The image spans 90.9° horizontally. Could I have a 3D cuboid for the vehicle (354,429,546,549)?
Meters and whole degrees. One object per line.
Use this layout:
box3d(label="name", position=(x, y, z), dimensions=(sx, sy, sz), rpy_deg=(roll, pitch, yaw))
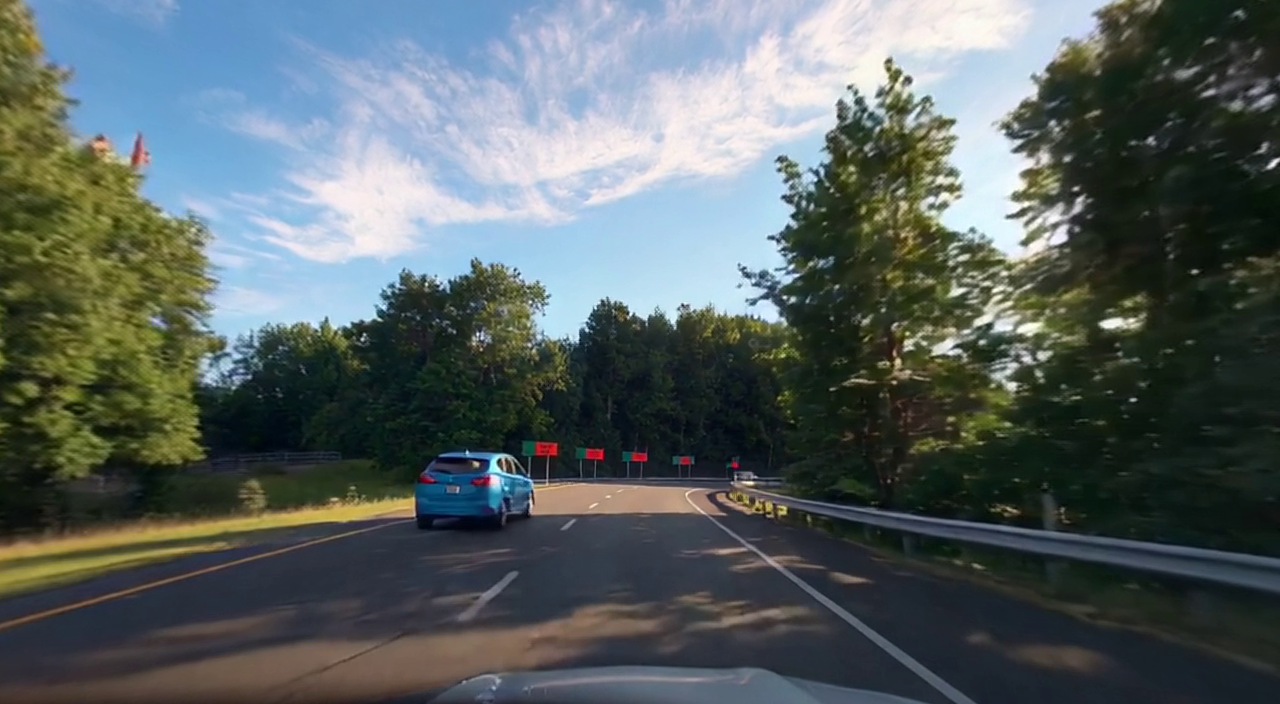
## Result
box3d(label="vehicle", position=(-3.110, 2.401, 11.476), dimensions=(1.997, 1.692, 4.422), rpy_deg=(1, -10, 1))
